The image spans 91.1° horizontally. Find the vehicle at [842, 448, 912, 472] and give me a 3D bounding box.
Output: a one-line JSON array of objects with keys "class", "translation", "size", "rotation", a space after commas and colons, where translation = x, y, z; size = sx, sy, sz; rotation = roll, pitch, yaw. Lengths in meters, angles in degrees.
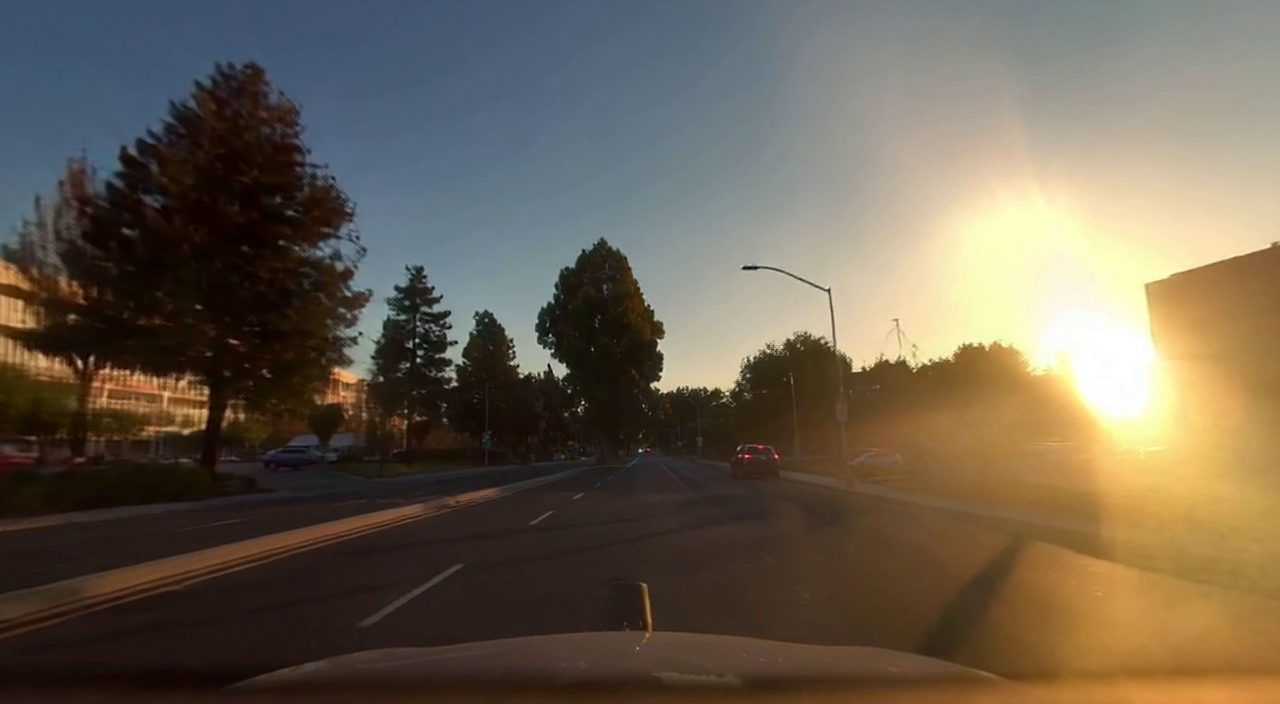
[{"class": "vehicle", "translation": [17.488, 7.986, 46.456], "size": [4.421, 1.535, 1.869], "rotation": [-2, -7, 1]}]

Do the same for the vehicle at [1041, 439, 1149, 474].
[{"class": "vehicle", "translation": [32.181, 7.388, 44.538], "size": [5.753, 2.022, 2.104], "rotation": [-3, -8, 3]}]

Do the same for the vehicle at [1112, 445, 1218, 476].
[{"class": "vehicle", "translation": [32.308, 6.689, 38.748], "size": [4.608, 1.638, 2.017], "rotation": [-3, -10, 0]}]

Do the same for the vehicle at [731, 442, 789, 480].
[{"class": "vehicle", "translation": [7.145, 6.559, 38.108], "size": [2.365, 2.138, 5.499], "rotation": [0, -8, -1]}]

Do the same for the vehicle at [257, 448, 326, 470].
[{"class": "vehicle", "translation": [-26.271, 8.051, 47.391], "size": [4.048, 1.601, 1.845], "rotation": [0, -9, -2]}]
